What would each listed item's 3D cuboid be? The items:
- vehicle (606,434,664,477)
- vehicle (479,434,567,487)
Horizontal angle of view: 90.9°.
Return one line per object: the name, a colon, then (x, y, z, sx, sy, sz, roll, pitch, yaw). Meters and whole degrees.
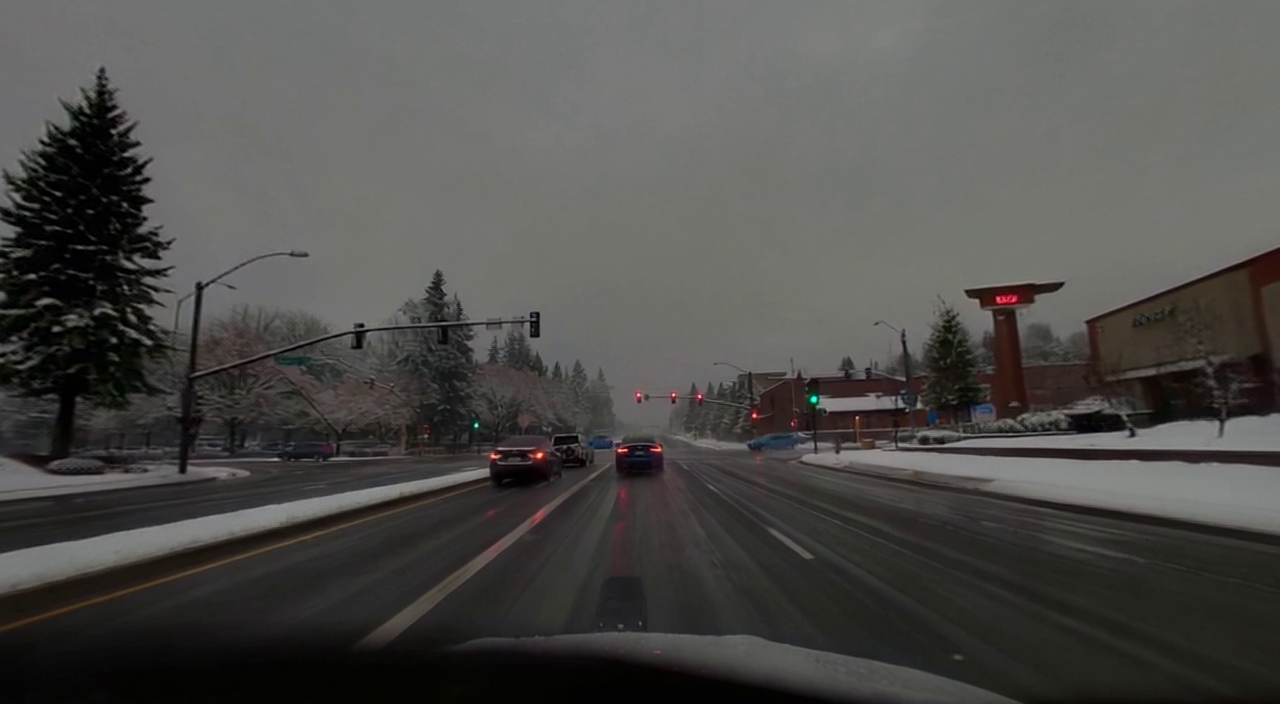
vehicle: (-0.185, 3.973, 24.419, 2.066, 1.482, 3.923, 0, -8, 0)
vehicle: (-3.639, 3.471, 20.513, 1.942, 1.497, 4.561, 0, -8, 1)
